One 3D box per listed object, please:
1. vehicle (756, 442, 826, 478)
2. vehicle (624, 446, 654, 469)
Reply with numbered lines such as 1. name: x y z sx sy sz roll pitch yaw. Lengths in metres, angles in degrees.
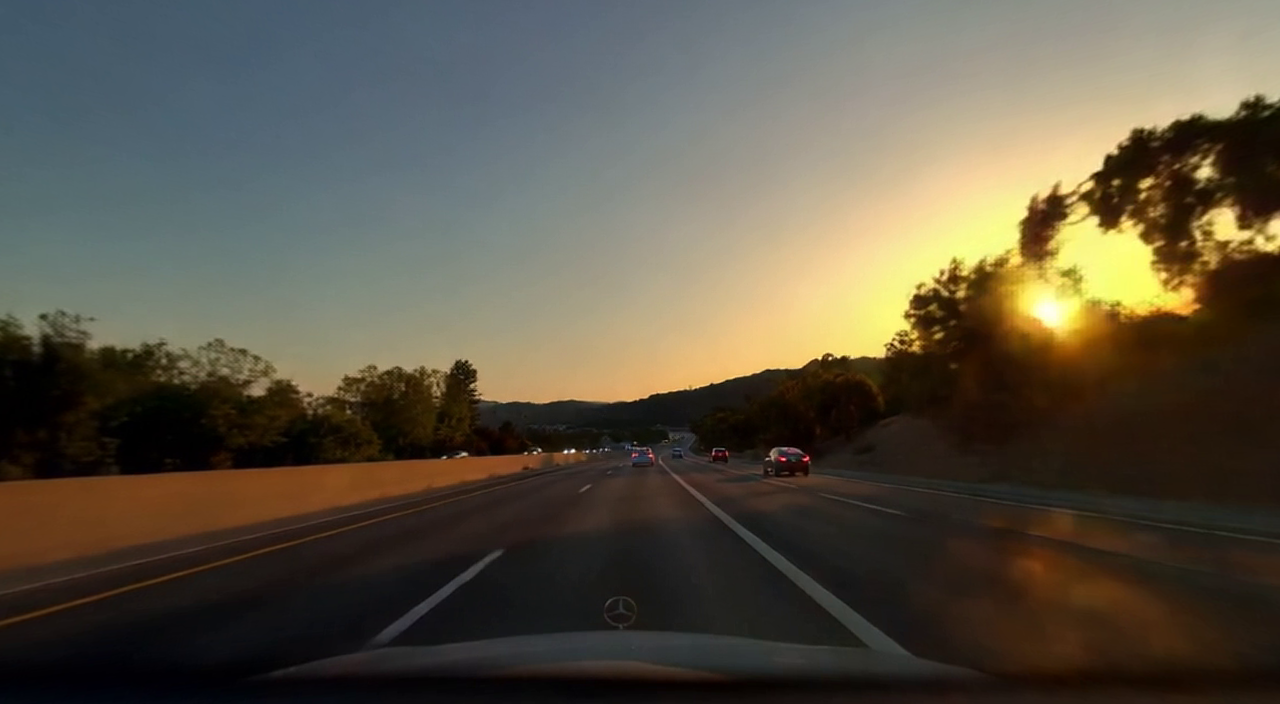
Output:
1. vehicle: 6.868 4.964 28.999 2.008 1.533 4.592 0 -9 -1
2. vehicle: -0.052 7.508 44.833 2.025 1.526 4.181 -1 -9 0
